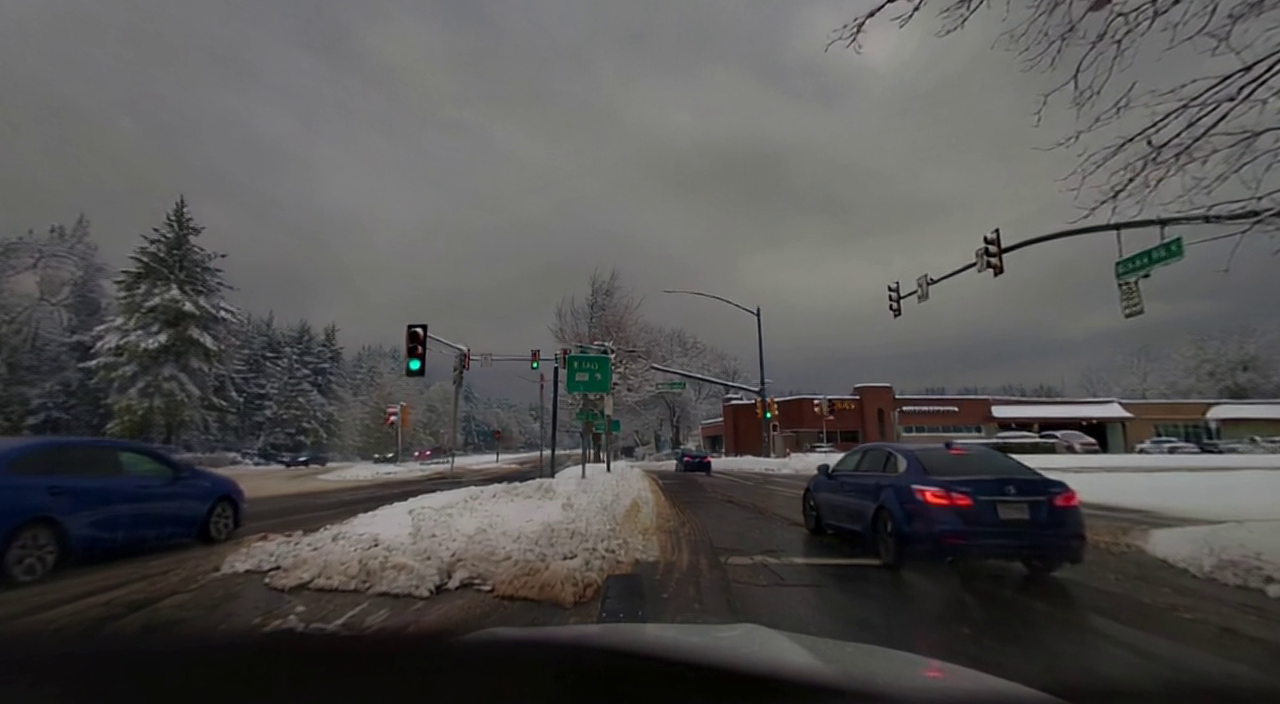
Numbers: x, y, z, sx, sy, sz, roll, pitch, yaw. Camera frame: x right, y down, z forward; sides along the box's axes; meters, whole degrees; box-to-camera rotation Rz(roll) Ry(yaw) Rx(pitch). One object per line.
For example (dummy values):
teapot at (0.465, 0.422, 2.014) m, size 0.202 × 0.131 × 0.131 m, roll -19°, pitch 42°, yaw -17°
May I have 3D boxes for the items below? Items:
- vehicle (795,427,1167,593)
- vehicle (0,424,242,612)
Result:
vehicle at (3.724, 1.781, 8.113) m, size 1.940 × 1.487 × 4.562 m, roll 1°, pitch -8°, yaw -5°
vehicle at (-6.081, 1.434, 5.795) m, size 1.995 × 1.470 × 4.556 m, roll 0°, pitch -8°, yaw -2°
